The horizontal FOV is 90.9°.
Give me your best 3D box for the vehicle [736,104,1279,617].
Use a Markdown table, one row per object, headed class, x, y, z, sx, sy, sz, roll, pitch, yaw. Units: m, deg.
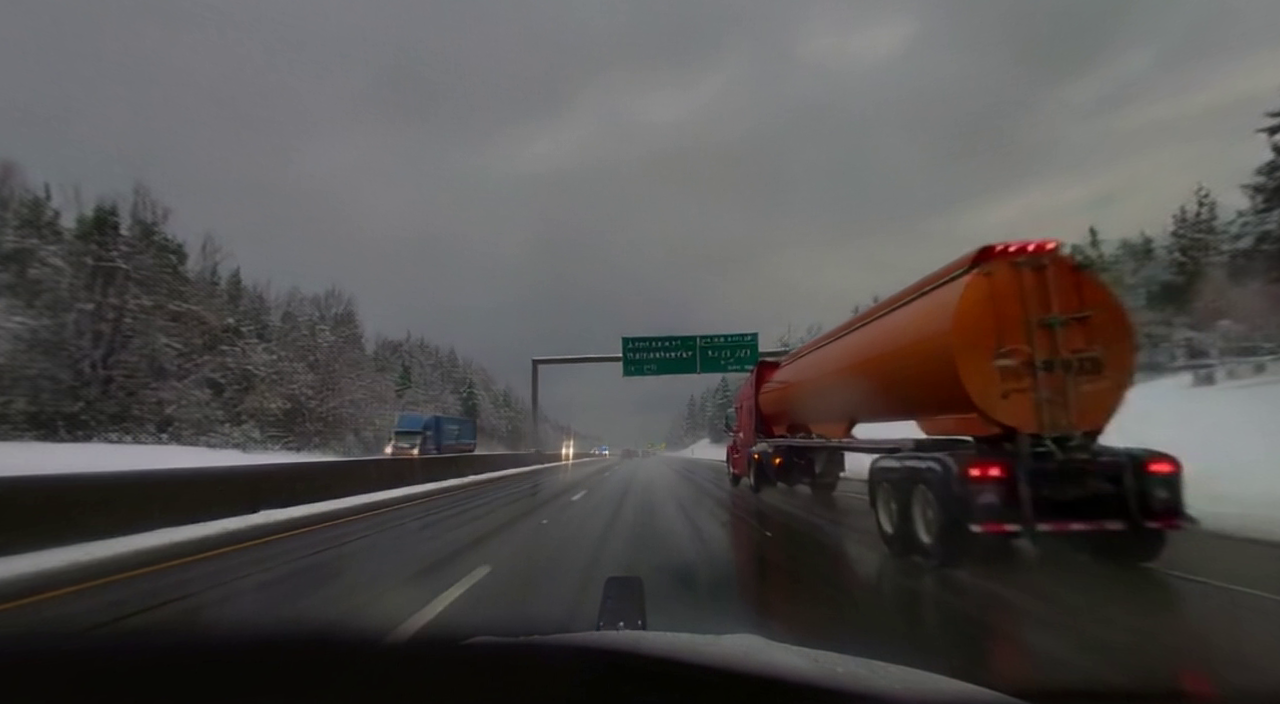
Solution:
| class | x | y | z | sx | sy | sz | roll | pitch | yaw |
| --- | --- | --- | --- | --- | --- | --- | --- | --- | --- |
| vehicle | 4.333 | 0.969 | 11.741 | 2.784 | 4.080 | 13.516 | -2 | -9 | -1 |
